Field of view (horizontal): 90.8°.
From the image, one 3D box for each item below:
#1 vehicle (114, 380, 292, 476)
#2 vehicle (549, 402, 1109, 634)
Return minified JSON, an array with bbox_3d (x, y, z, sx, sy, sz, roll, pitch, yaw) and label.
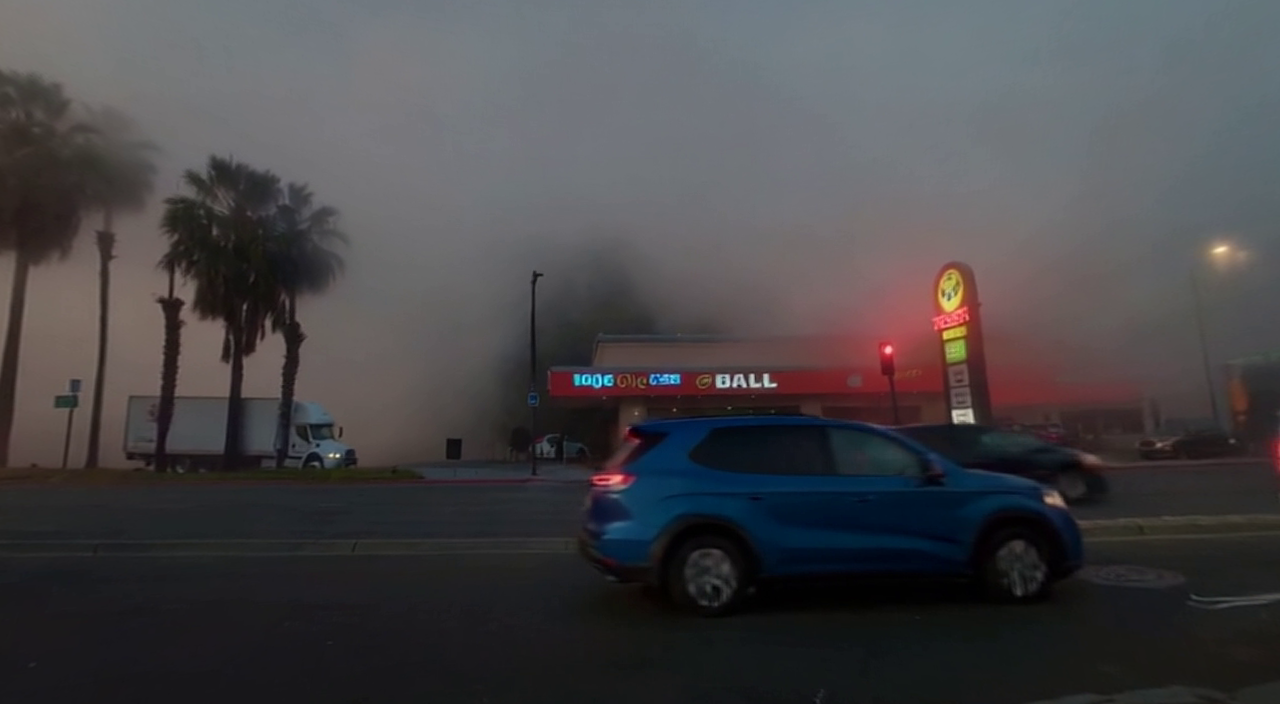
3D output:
[{"bbox_3d":[-19.979,3.679,29.739,3.034,3.929,7.699,0,-9,-3],"label":"vehicle"},{"bbox_3d":[1.461,1.436,6.088,4.493,1.728,2.137,1,-9,-5],"label":"vehicle"}]
